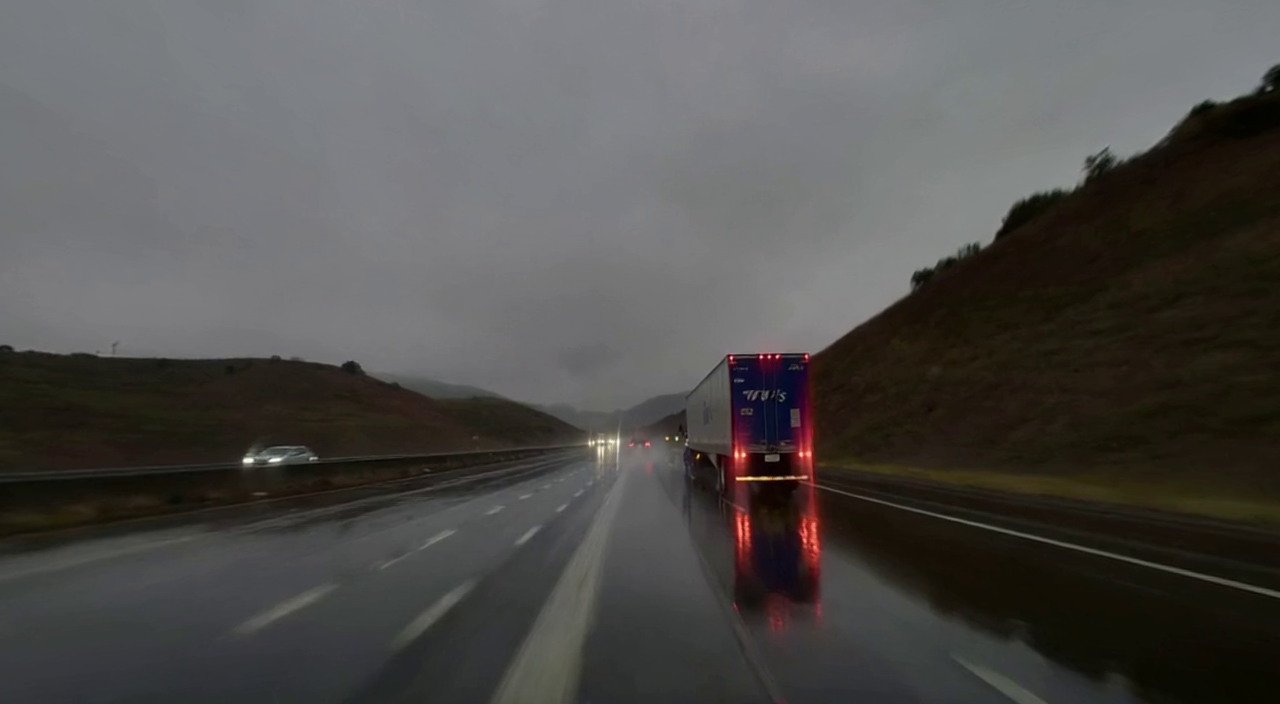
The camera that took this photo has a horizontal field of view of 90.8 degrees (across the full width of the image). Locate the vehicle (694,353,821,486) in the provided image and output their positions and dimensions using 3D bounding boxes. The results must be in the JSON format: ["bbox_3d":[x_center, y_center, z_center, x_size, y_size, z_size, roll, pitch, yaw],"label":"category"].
[{"bbox_3d":[4.214,2.881,25.379,3.039,4.342,9.556,0,-9,-1],"label":"vehicle"}]

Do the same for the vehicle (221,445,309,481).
[{"bbox_3d":[-20.794,6.150,35.346,2.052,1.887,4.709,0,-9,-1],"label":"vehicle"}]
